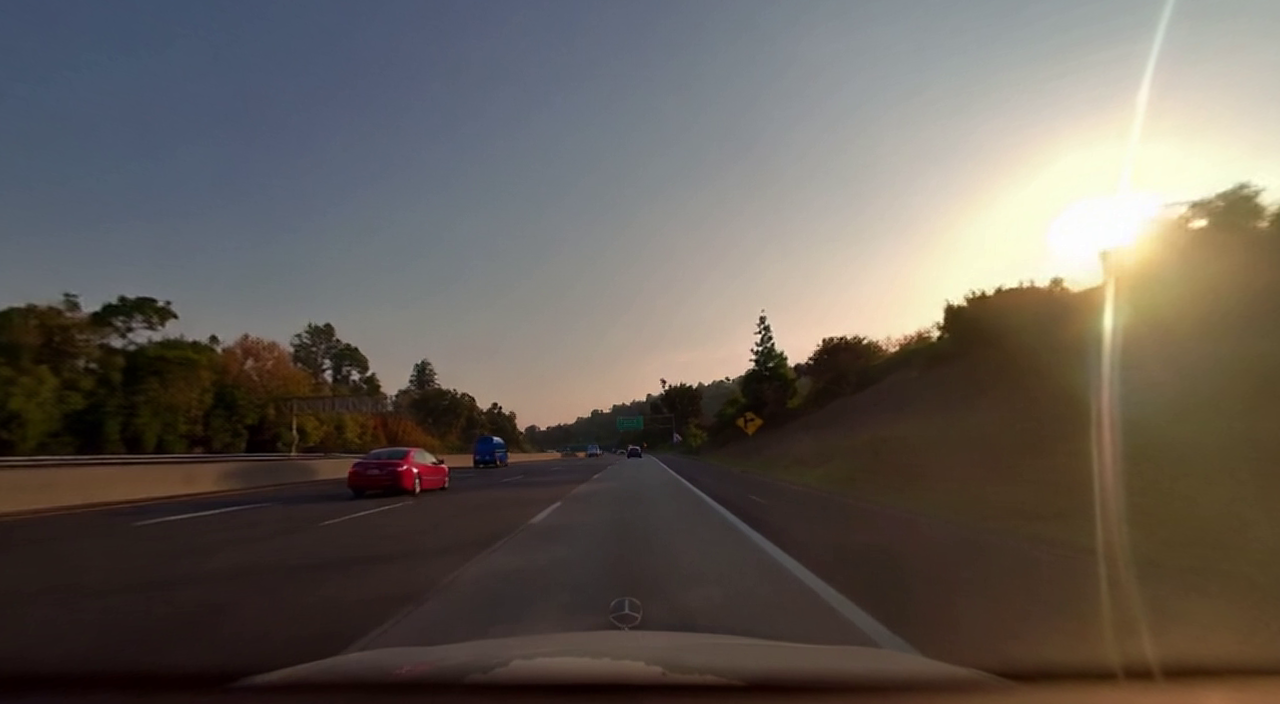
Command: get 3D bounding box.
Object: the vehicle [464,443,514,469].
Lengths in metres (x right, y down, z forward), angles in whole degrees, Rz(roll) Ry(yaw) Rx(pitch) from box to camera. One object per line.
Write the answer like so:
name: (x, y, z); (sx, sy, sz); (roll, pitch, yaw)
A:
vehicle: (-10.931, 7.545, 46.019); (2.249, 1.735, 5.018); (-1, -8, 2)

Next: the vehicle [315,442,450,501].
vehicle: (-7.400, 3.454, 18.741); (1.981, 1.486, 4.735); (0, -8, 0)
